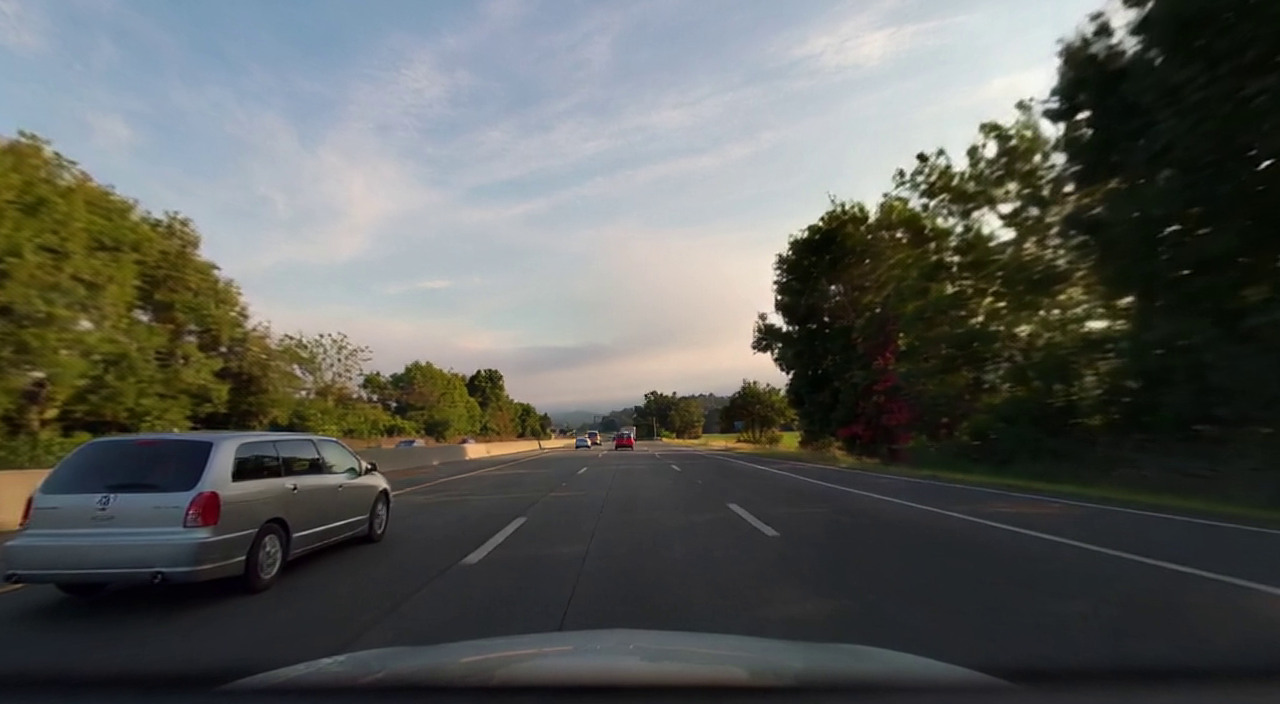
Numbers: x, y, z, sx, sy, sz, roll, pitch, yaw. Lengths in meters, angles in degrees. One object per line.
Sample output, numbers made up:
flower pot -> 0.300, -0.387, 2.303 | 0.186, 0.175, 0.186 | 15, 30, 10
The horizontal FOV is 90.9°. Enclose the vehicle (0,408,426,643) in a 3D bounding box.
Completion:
vehicle -> -3.753, 1.387, 6.125 | 1.931, 1.483, 4.105 | 0, -8, -1
